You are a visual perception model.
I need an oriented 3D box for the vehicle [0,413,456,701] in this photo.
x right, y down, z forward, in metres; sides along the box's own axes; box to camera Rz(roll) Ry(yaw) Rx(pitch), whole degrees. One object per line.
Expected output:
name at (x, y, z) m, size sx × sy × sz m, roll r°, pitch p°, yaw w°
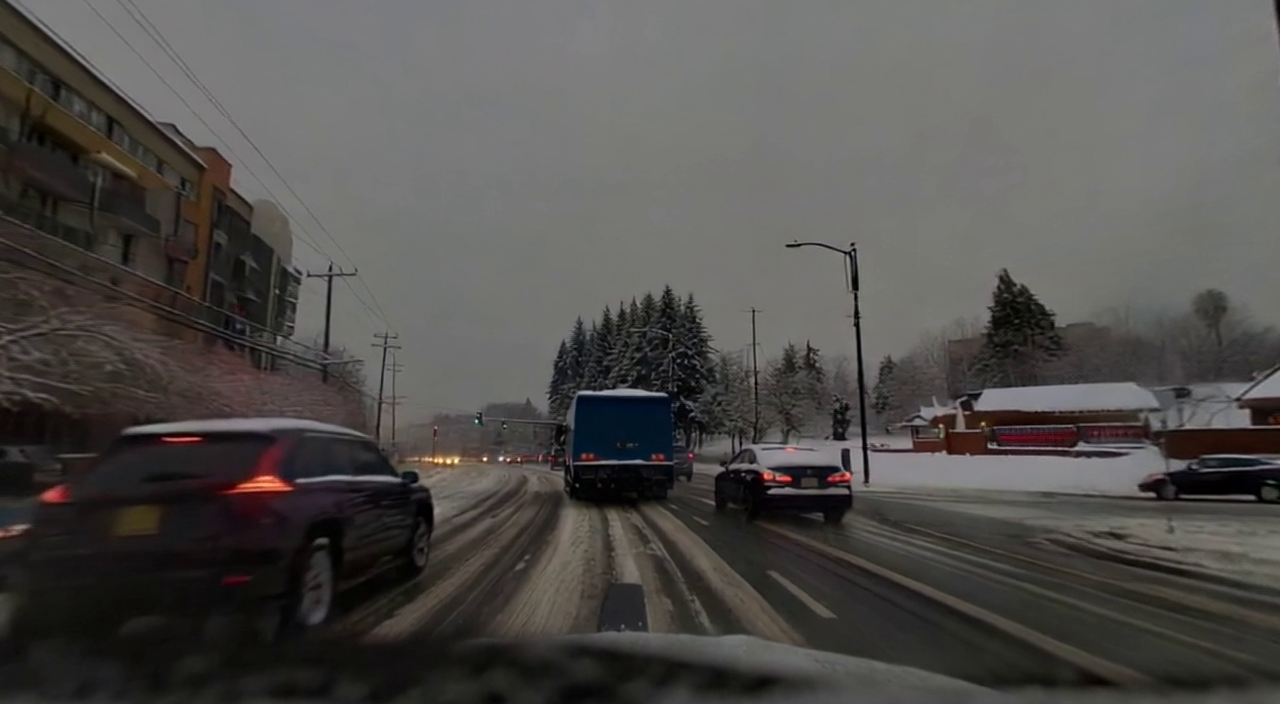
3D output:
vehicle at (-3.292, 1.452, 5.707) m, size 2.033 × 1.555 × 4.408 m, roll 0°, pitch -9°, yaw -2°

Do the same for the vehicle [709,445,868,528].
vehicle at (3.042, 2.844, 14.064) m, size 1.978 × 1.507 × 4.636 m, roll 1°, pitch -9°, yaw -6°

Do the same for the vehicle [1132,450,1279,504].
vehicle at (19.596, 4.078, 20.869) m, size 1.942 × 1.583 × 4.579 m, roll 3°, pitch -9°, yaw -23°

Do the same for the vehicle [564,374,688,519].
vehicle at (-0.603, 2.383, 15.946) m, size 2.517 × 2.926 × 6.177 m, roll 1°, pitch -9°, yaw -6°
